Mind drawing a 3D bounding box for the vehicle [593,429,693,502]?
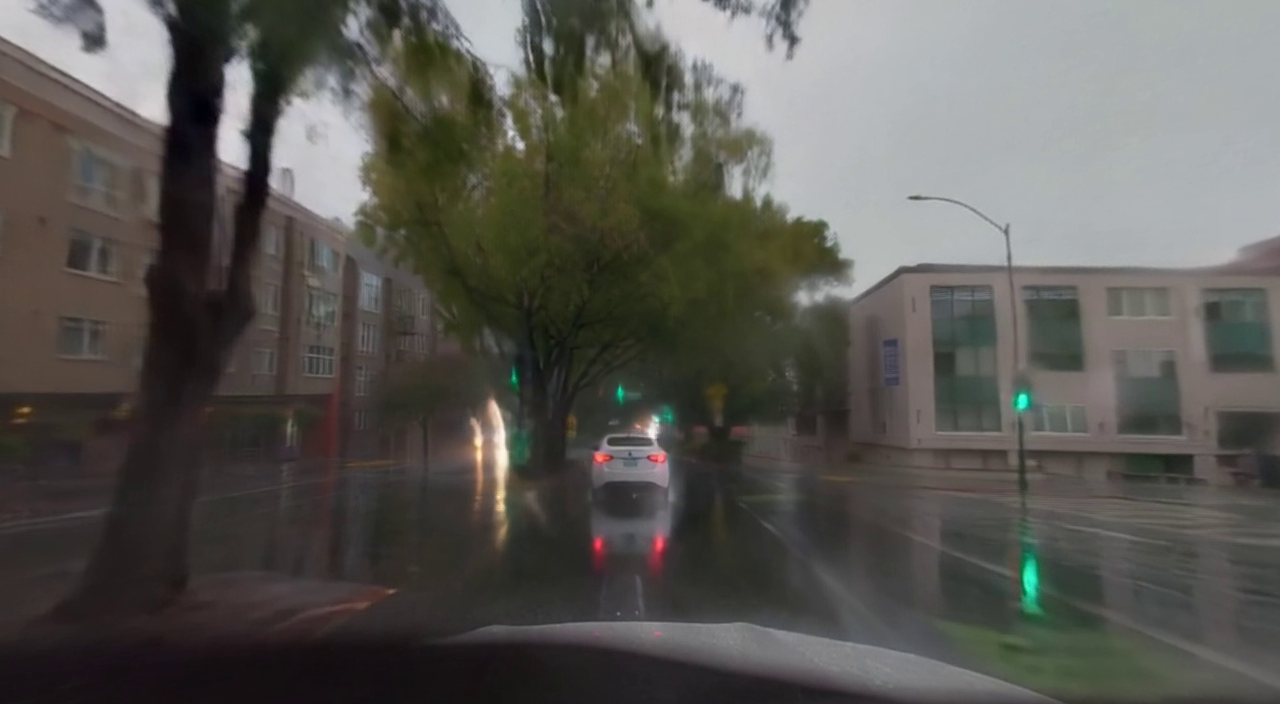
[{"bbox_3d":[-0.068,2.477,14.313,1.950,1.401,4.159,0,-8,-4],"label":"vehicle"}]
